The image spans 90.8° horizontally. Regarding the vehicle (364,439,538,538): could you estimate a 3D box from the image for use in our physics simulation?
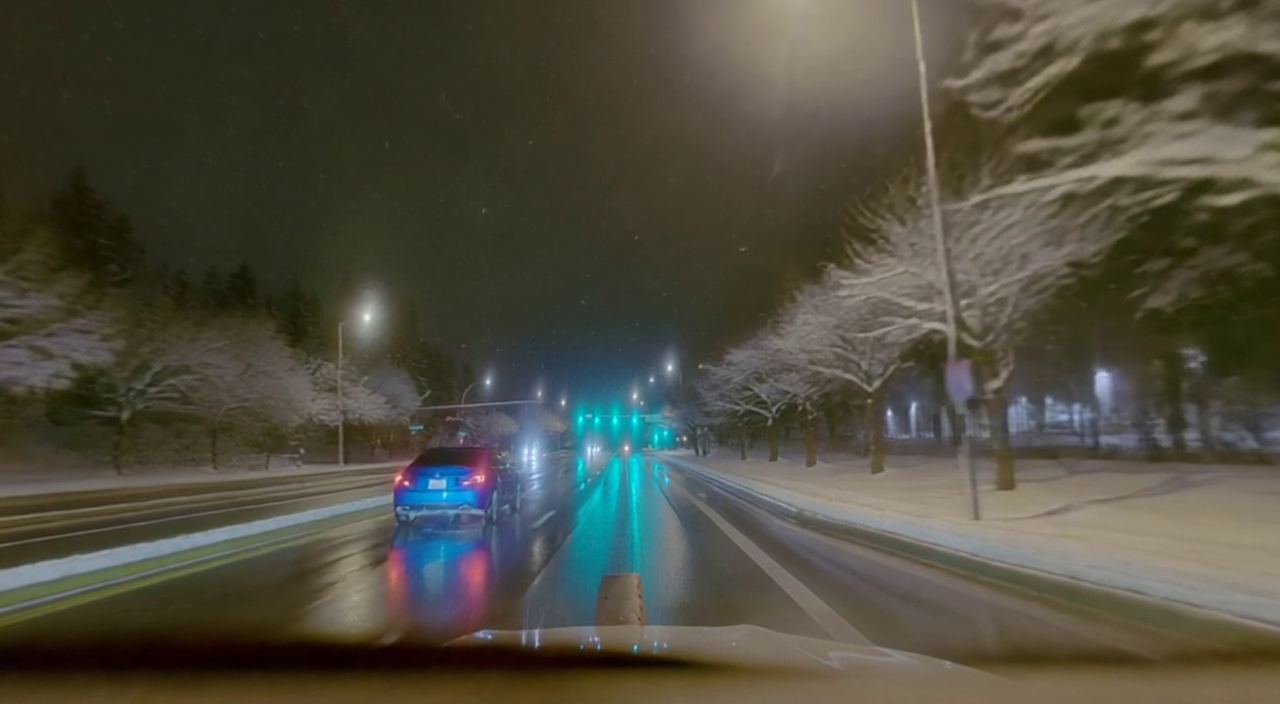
[{"bbox_3d":[-3.214,2.379,11.699,1.964,1.472,4.078,0,-8,0],"label":"vehicle"}]
